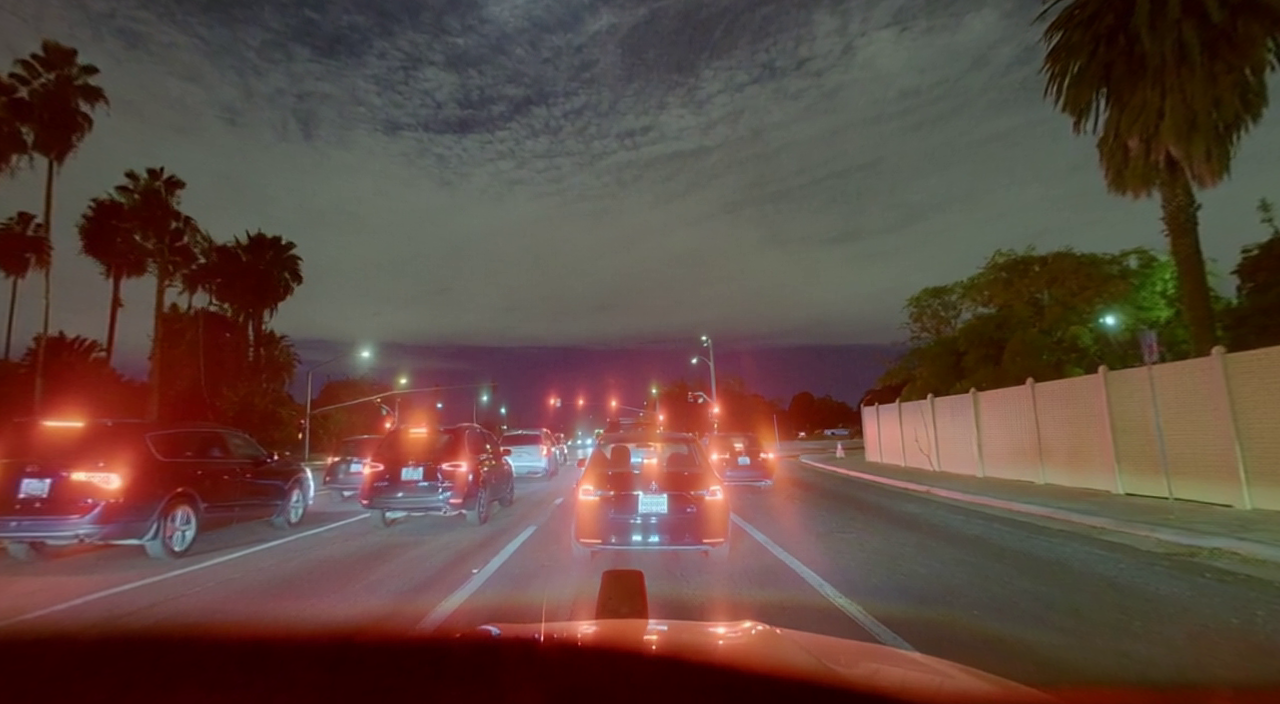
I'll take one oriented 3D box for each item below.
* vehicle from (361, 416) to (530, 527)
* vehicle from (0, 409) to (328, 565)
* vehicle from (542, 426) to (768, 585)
[{"bbox_3d":[-3.458,2.209,12.168,2.007,1.746,4.136,0,-8,-1],"label":"vehicle"},{"bbox_3d":[-6.688,1.832,9.302,1.963,1.721,4.467,0,-8,-2],"label":"vehicle"},{"bbox_3d":[0.065,1.763,8.138,2.128,1.473,4.272,0,-8,-2],"label":"vehicle"}]
